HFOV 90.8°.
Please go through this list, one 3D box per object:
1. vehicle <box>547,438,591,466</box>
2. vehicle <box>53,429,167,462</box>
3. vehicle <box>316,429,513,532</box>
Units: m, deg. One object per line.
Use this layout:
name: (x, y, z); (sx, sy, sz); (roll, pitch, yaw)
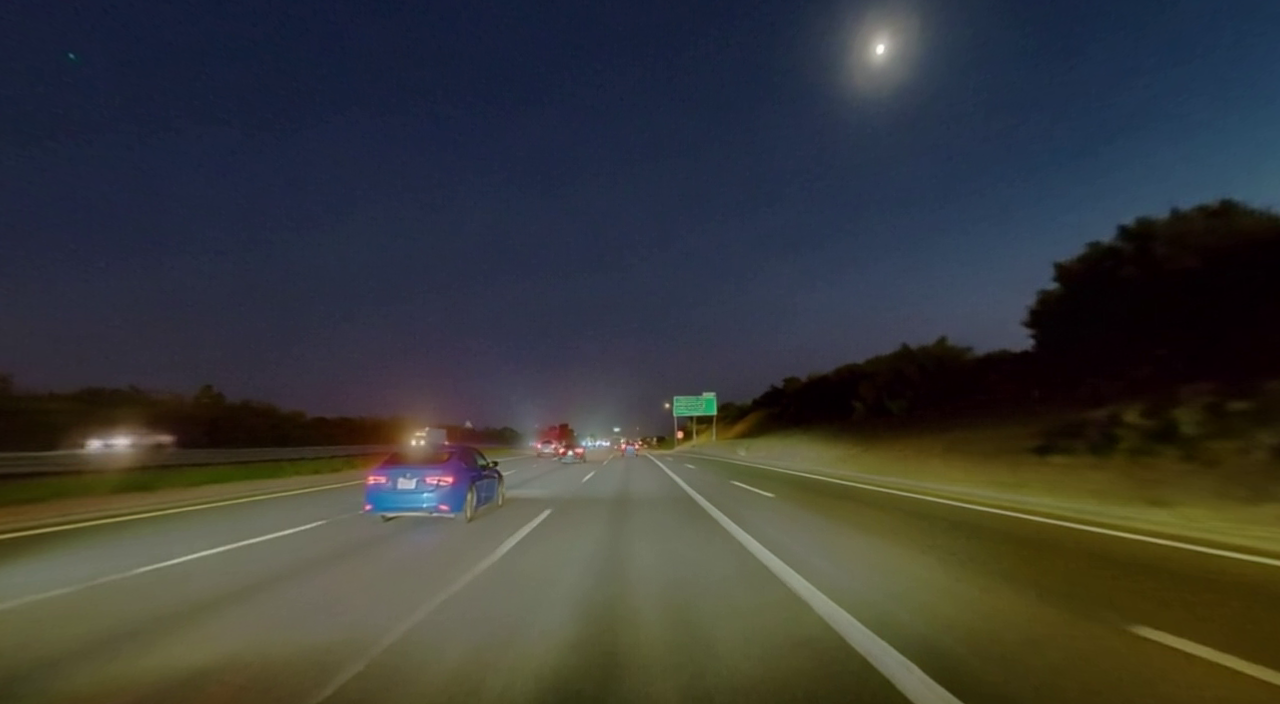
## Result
vehicle: (-4.080, 5.817, 36.921); (2.068, 1.501, 4.395); (0, -8, -1)
vehicle: (-32.570, 5.788, 39.121); (2.192, 1.923, 5.611); (0, -8, 0)
vehicle: (-3.804, 2.241, 11.668); (2.025, 1.506, 4.429); (0, -8, 0)
